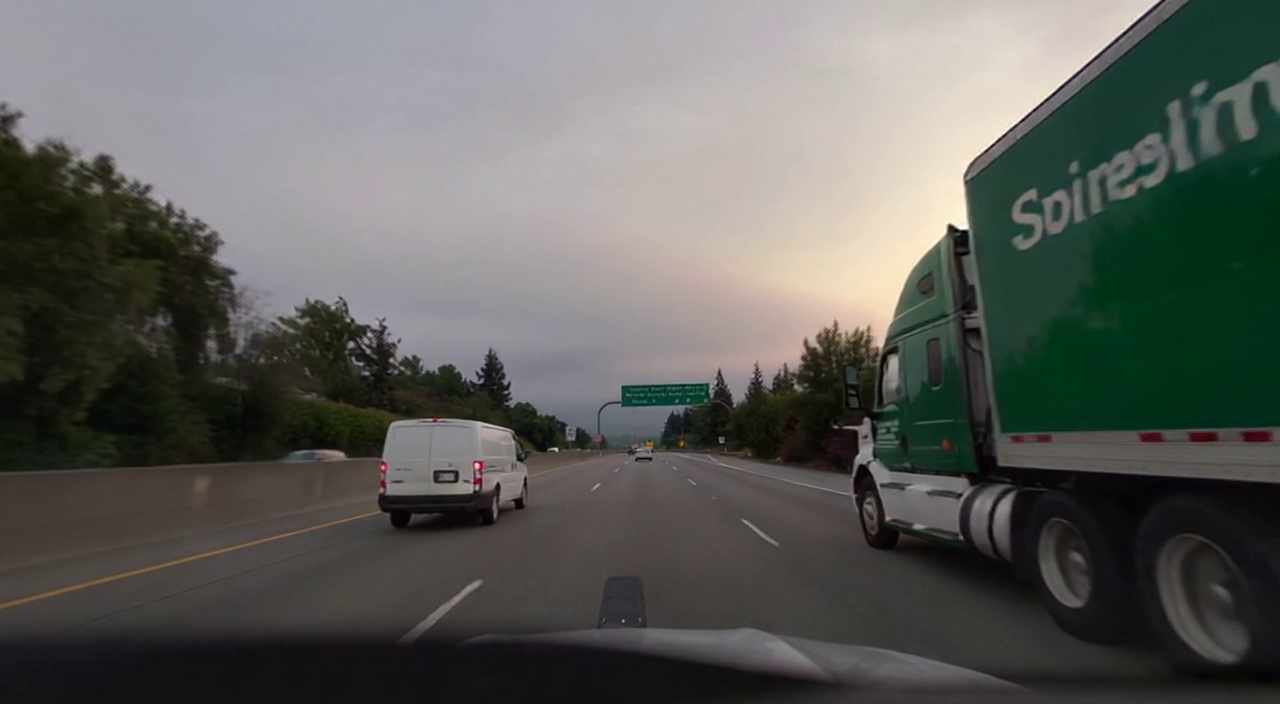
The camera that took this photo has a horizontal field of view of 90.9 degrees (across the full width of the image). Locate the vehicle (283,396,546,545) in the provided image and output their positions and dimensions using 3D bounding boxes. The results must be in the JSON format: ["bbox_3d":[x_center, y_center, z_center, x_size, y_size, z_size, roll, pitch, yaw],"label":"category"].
[{"bbox_3d":[-3.372,1.995,11.188,2.572,1.927,5.803,0,-9,-1],"label":"vehicle"}]

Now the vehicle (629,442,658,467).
[{"bbox_3d":[0.230,7.435,45.794,2.067,1.690,3.901,0,-9,0],"label":"vehicle"}]

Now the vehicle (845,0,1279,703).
[{"bbox_3d":[4.178,0.056,4.463,3.007,3.949,7.005,0,-9,0],"label":"vehicle"}]

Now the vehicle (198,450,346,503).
[{"bbox_3d":[-11.567,3.912,20.282,2.025,1.461,4.592,0,-9,0],"label":"vehicle"}]
